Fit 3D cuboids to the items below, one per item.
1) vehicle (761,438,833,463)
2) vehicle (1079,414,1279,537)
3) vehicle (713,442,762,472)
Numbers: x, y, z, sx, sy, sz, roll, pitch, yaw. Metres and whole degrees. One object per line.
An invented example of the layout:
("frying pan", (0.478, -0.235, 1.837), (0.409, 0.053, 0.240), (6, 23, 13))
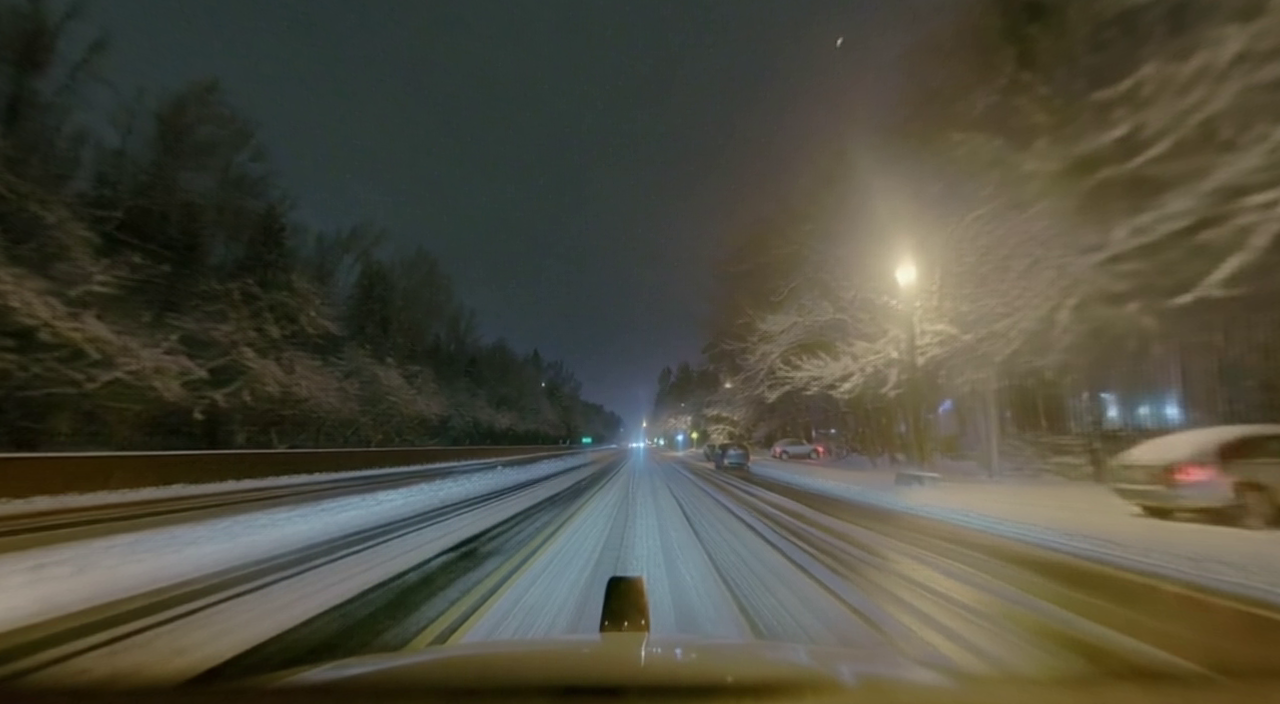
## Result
("vehicle", (12.057, 7.596, 48.692), (4.920, 1.826, 2.328), (1, -8, 0))
("vehicle", (10.375, 1.903, 10.074), (5.118, 1.701, 2.175), (0, -8, -3))
("vehicle", (5.177, 5.612, 34.024), (1.920, 1.514, 4.746), (0, -8, 1))
